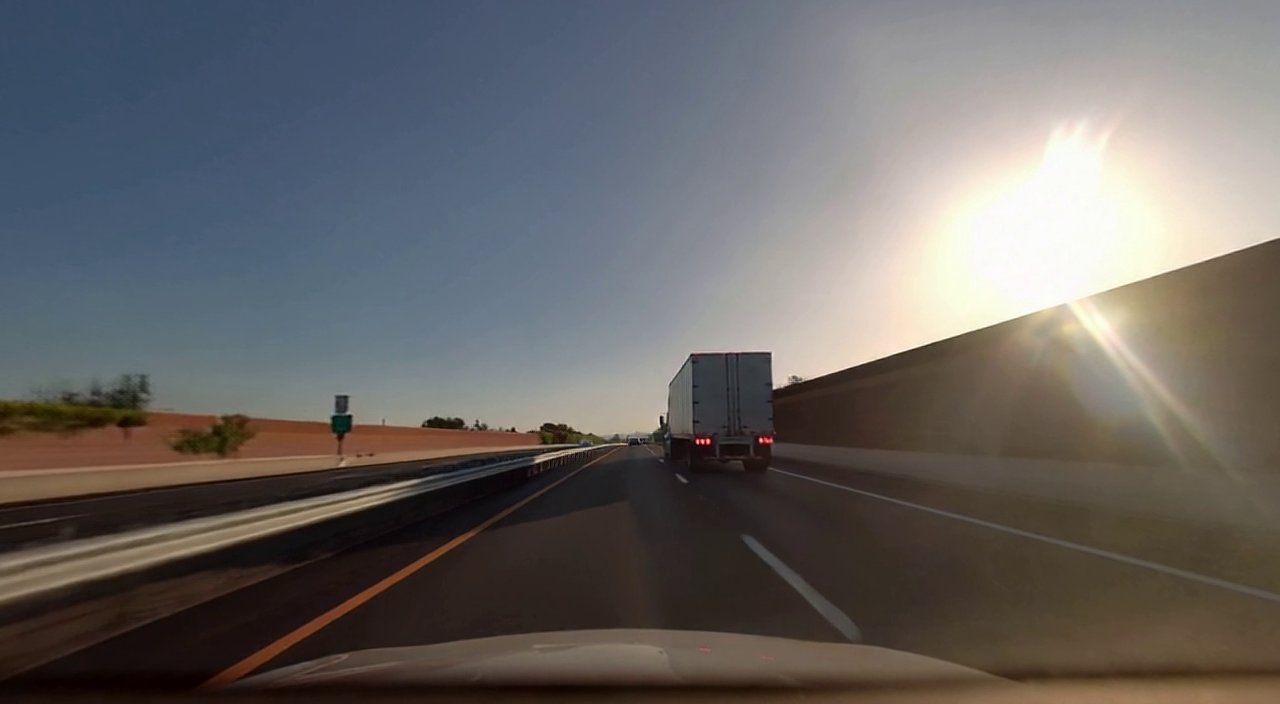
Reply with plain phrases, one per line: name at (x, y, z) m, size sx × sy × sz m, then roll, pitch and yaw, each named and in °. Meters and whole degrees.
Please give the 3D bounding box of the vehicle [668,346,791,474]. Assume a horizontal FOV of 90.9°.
vehicle at (3.104, 2.701, 26.627) m, size 2.924 × 4.024 × 13.639 m, roll 0°, pitch -8°, yaw -1°
